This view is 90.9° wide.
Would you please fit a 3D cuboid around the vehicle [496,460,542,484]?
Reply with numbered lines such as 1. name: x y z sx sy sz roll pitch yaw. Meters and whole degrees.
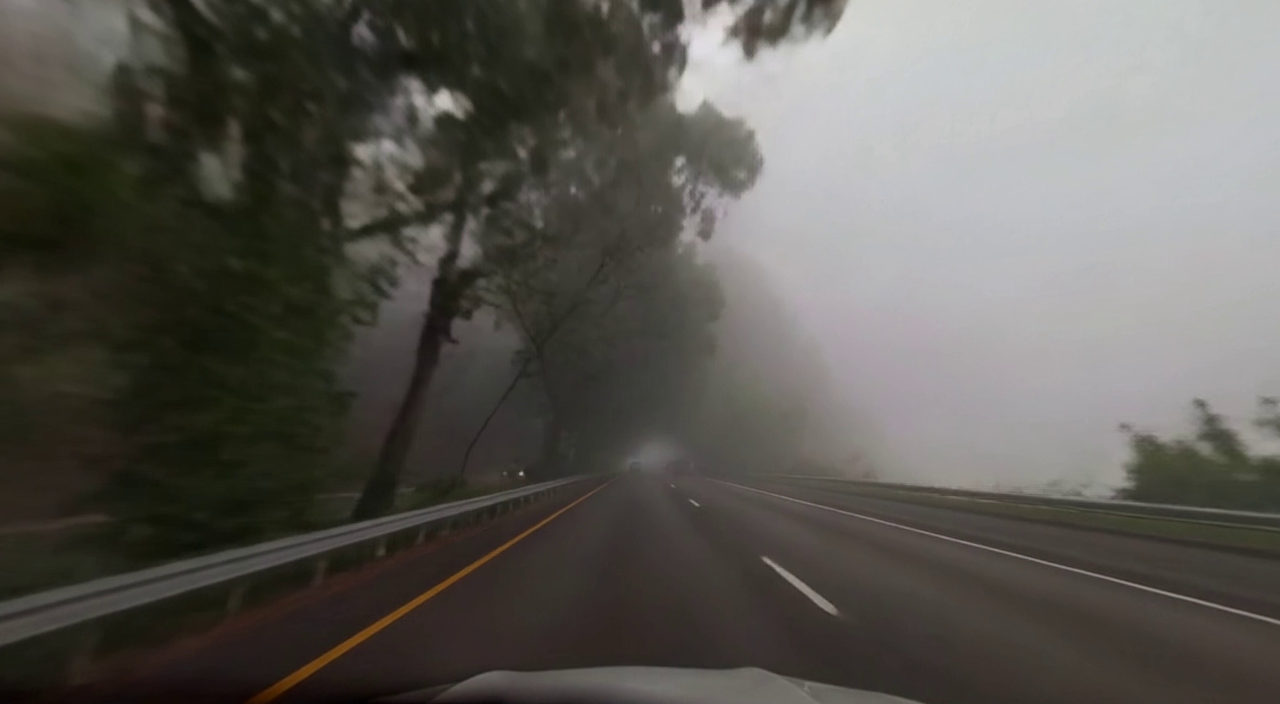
1. vehicle: -7.854 7.837 41.189 2.049 1.456 4.249 0 -10 2
